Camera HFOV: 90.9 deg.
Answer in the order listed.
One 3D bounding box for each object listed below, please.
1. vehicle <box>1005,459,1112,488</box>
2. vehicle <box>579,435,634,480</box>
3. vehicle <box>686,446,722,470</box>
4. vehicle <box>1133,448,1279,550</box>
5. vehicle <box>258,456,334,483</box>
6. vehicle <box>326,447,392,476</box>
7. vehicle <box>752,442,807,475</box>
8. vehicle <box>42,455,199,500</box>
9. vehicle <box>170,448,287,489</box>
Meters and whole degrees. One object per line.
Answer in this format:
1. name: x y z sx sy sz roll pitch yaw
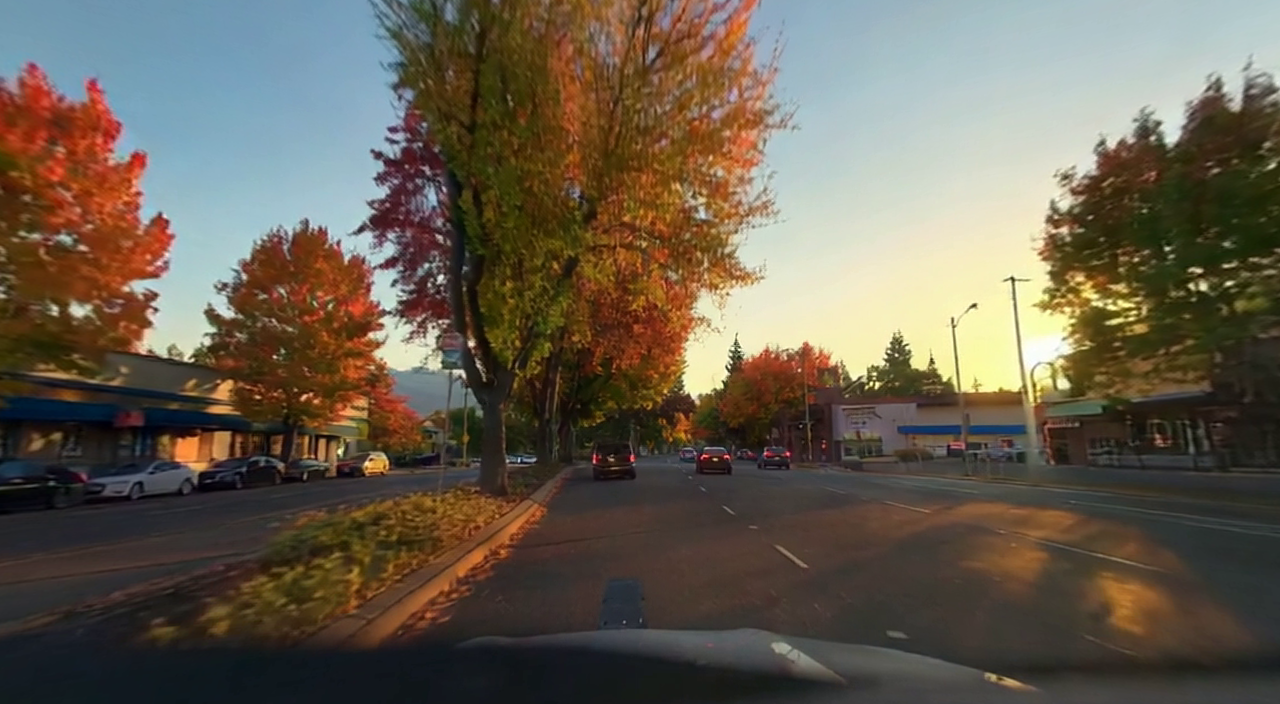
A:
1. vehicle: 27.939 8.108 42.215 5.680 1.772 2.071 0 -9 -3
2. vehicle: -1.584 4.815 29.051 2.344 1.863 4.665 1 -9 -4
3. vehicle: 4.142 6.909 41.313 1.886 1.464 4.290 0 -9 0
4. vehicle: 10.477 2.211 9.585 2.092 1.473 4.813 0 -9 1
5. vehicle: -18.848 6.432 34.783 1.737 1.349 4.014 0 -9 3
6. vehicle: -18.823 7.343 42.497 1.914 1.785 5.408 0 -8 0
7. vehicle: 7.717 5.924 35.336 2.040 1.738 4.414 0 -9 0
8. vehicle: -19.193 4.623 23.659 1.985 1.463 4.603 0 -8 -1
9. vehicle: -19.088 5.385 29.585 2.137 1.723 4.850 0 -8 1
